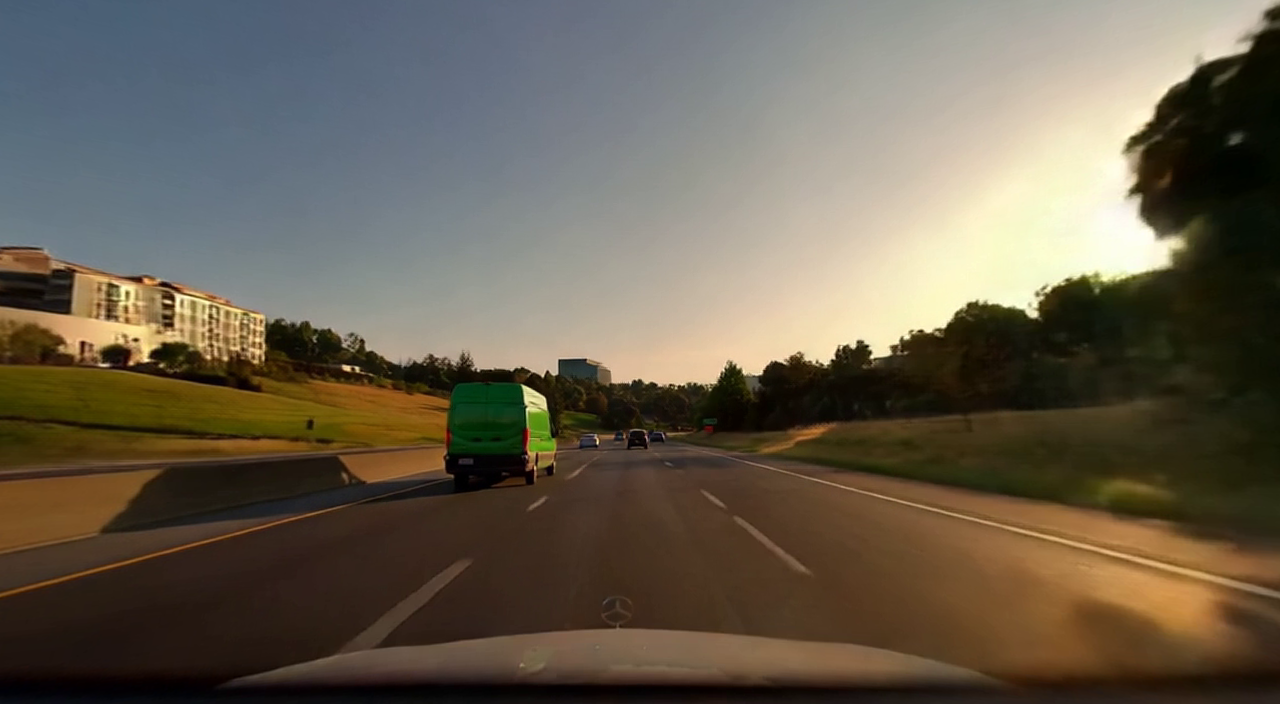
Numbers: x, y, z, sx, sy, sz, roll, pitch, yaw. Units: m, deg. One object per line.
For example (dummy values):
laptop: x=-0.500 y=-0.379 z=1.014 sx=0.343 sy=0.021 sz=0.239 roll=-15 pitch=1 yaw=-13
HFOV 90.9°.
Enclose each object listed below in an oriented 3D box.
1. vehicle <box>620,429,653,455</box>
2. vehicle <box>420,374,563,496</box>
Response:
vehicle: x=-0.250 y=6.000 z=42.118 sx=2.104 sy=1.646 sz=4.176 roll=0 pitch=-8 yaw=-1
vehicle: x=-3.493 y=2.134 z=16.267 sx=2.424 sy=2.577 sz=5.828 roll=0 pitch=-8 yaw=-2
